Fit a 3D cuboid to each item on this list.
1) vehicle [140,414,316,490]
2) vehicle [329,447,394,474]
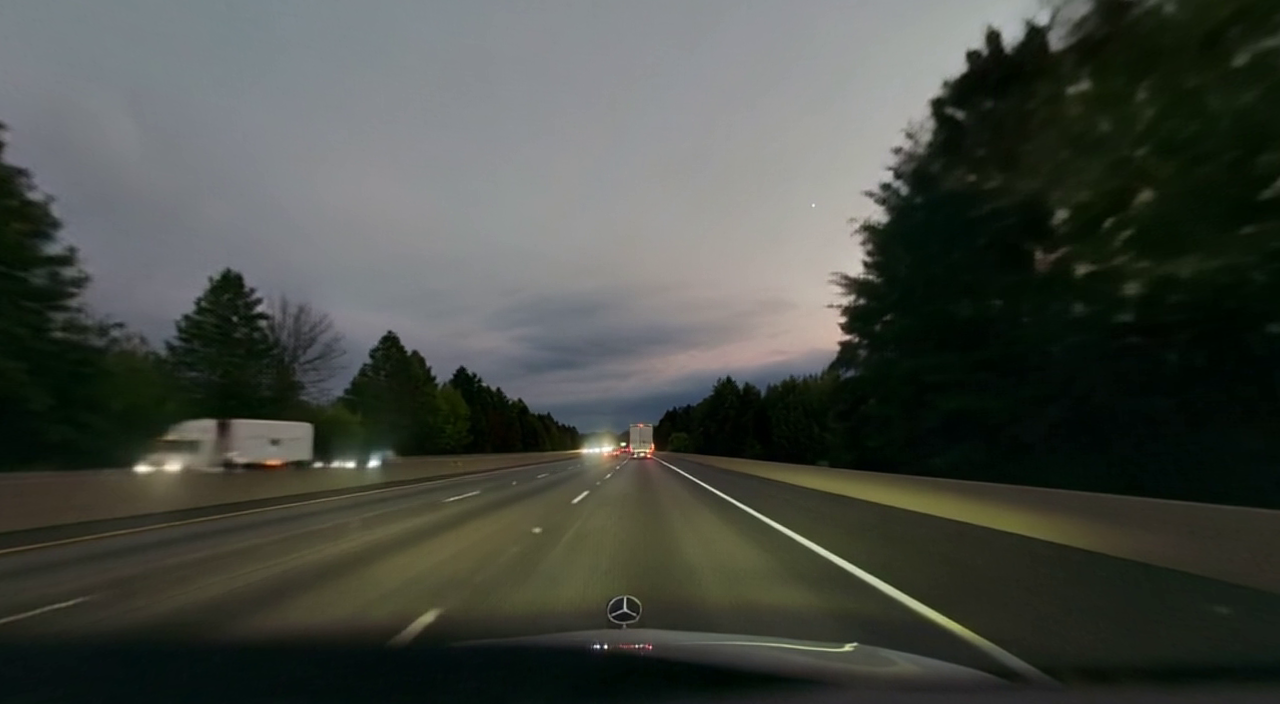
[{"bbox_3d":[-23.187,5.775,36.571,3.203,3.774,10.121,0,-9,1],"label":"vehicle"},{"bbox_3d":[-15.820,6.189,36.024,1.788,1.436,4.029,0,-9,1],"label":"vehicle"}]
